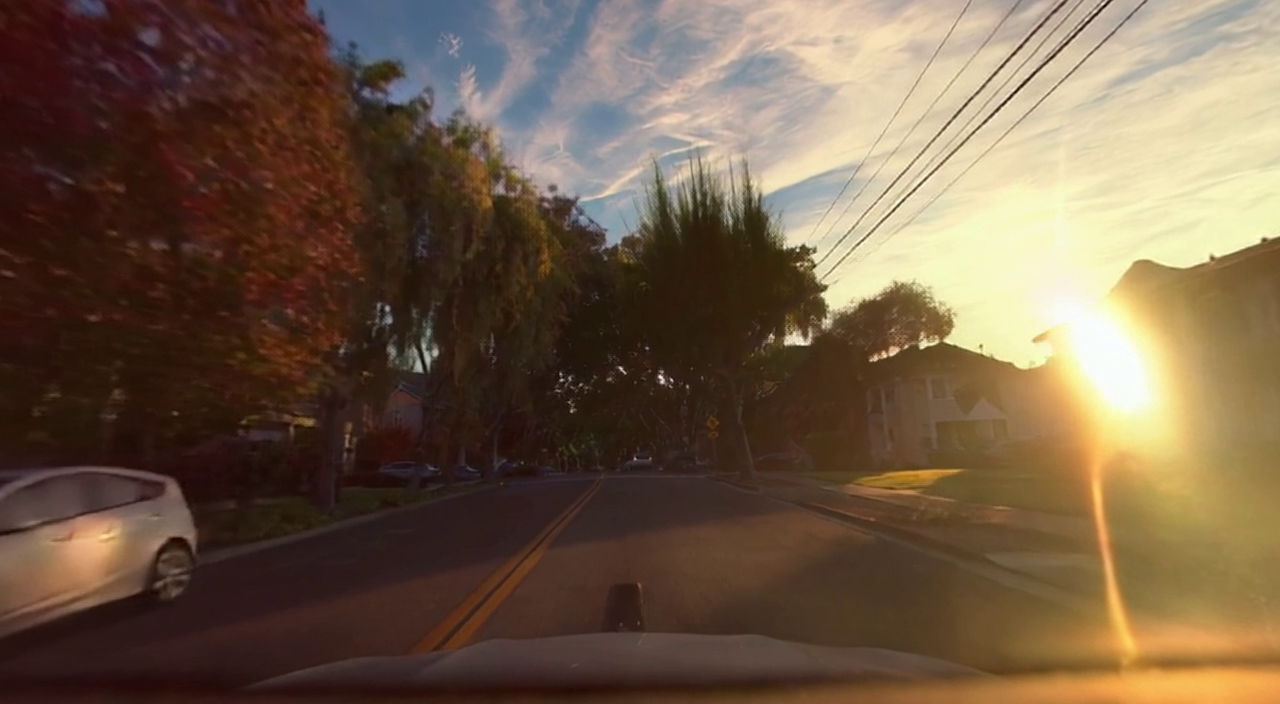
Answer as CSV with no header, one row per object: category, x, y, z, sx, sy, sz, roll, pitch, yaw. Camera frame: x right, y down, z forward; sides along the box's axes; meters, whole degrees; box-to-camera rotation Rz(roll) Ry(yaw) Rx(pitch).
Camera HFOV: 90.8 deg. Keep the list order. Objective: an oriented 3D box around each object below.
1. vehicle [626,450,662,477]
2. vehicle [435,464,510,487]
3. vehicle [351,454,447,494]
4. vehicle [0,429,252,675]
vehicle,0.158,6.695,38.151,2.022,1.481,4.050,0,-9,-2
vehicle,-11.918,8.800,45.080,4.676,1.484,2.068,-2,-9,13
vehicle,-16.508,8.356,43.457,5.586,2.532,2.444,-2,-9,9
vehicle,-5.790,1.710,5.621,2.027,1.803,4.306,-4,-9,-1
